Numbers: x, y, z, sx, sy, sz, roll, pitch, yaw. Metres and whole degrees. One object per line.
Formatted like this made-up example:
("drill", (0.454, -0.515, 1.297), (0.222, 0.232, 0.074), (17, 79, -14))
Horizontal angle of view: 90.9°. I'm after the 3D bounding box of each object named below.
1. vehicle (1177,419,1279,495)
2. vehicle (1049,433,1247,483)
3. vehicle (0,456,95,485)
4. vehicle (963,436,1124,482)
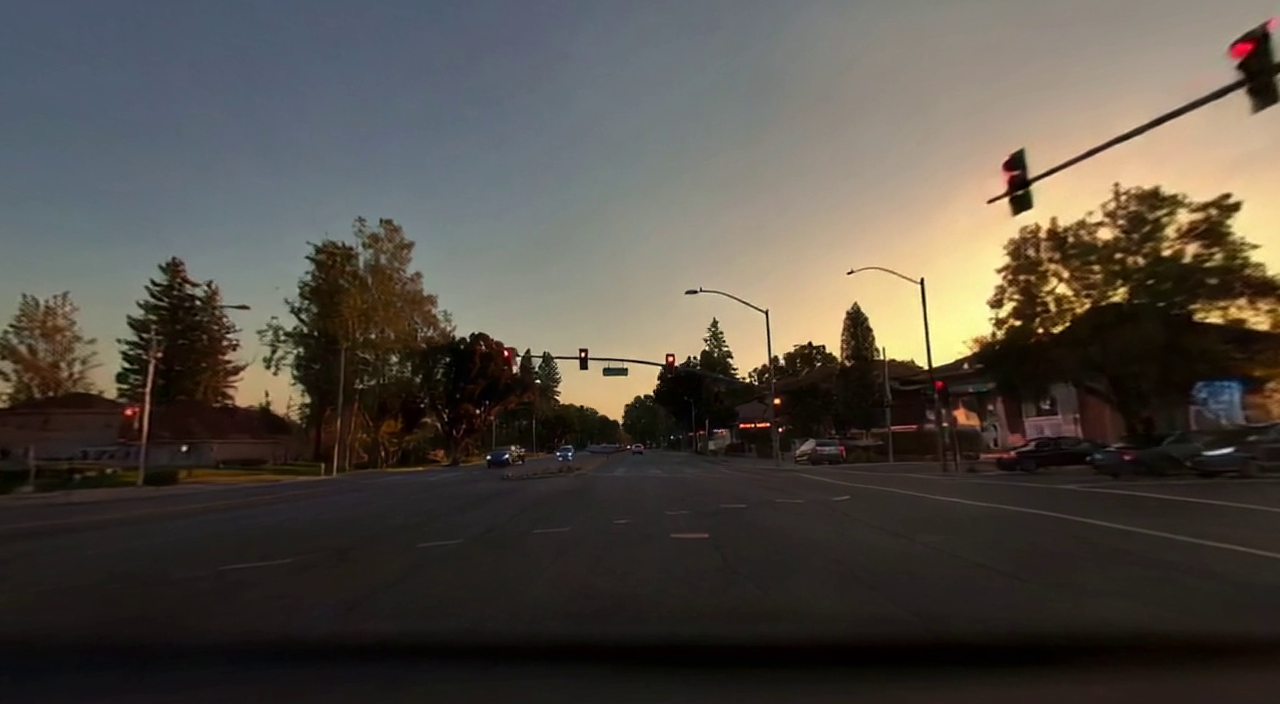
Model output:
("vehicle", (17.463, 2.629, 16.594), (4.721, 1.637, 2.256), (-4, -8, -8))
("vehicle", (15.622, 3.262, 19.541), (4.582, 1.436, 2.073), (1, -9, -7))
("vehicle", (-38.004, 7.550, 40.431), (1.959, 1.633, 4.579), (-3, -9, 1))
("vehicle", (15.964, 4.258, 25.095), (4.904, 1.598, 2.326), (0, -10, -8))
